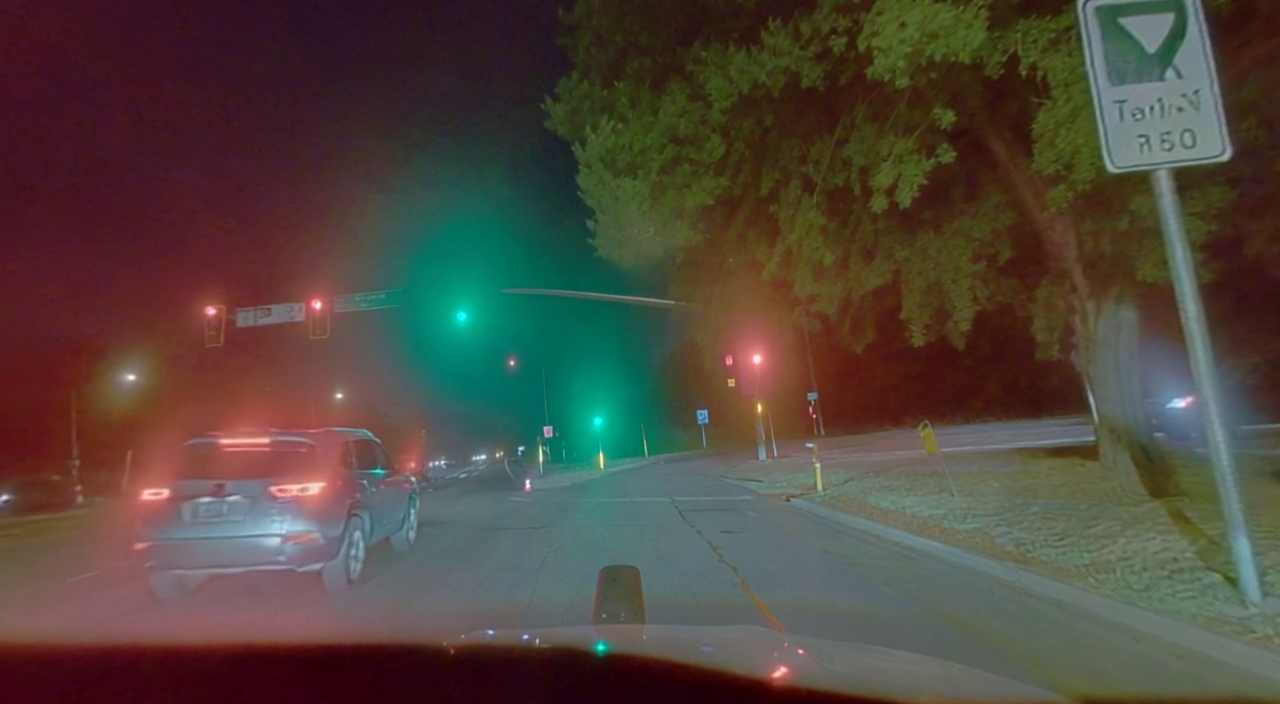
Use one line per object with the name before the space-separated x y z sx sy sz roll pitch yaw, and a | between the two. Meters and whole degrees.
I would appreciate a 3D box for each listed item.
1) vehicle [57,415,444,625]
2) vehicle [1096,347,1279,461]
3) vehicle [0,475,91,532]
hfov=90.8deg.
vehicle | -3.935 1.718 7.588 2.134 1.707 4.471 1 -8 -6
vehicle | 10.641 1.037 11.336 1.855 1.669 4.529 -3 -9 6
vehicle | -22.767 5.584 23.343 1.941 1.685 4.036 -3 -8 -11
